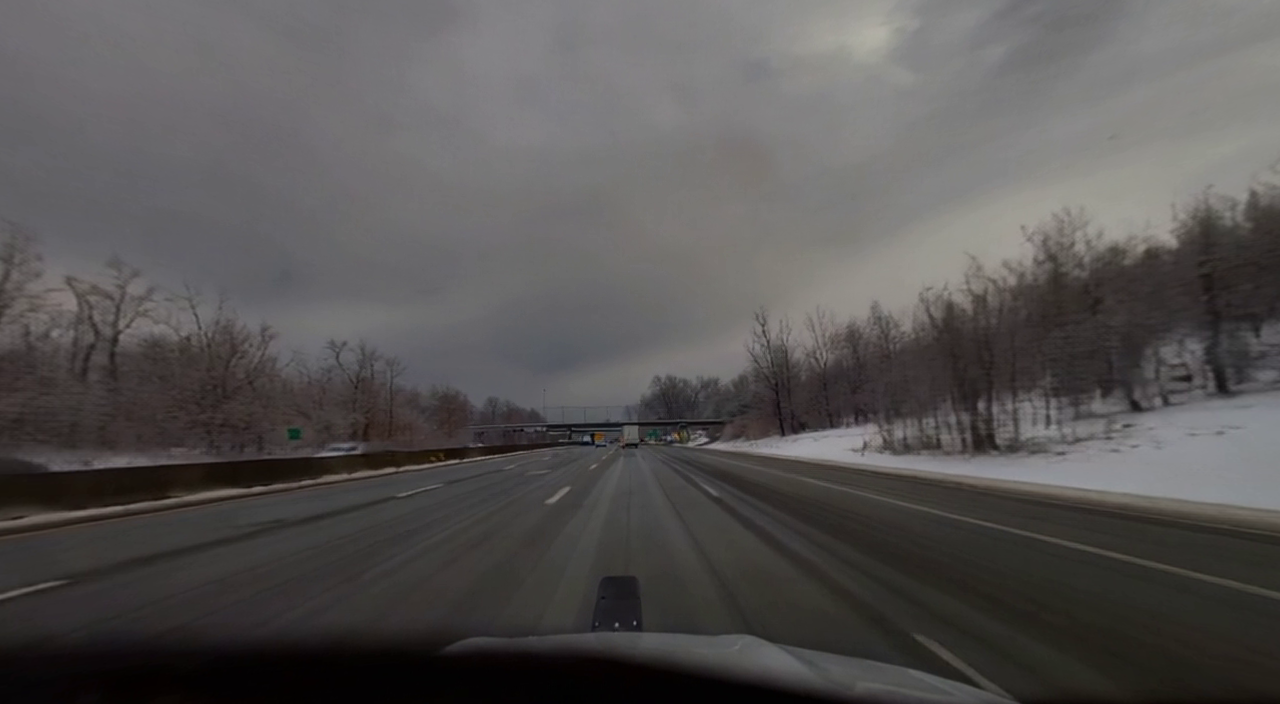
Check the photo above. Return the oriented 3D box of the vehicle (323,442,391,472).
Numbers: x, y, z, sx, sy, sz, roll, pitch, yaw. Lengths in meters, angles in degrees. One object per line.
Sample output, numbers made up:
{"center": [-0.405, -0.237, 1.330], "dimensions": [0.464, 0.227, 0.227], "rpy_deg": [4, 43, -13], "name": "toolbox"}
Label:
{"center": [-15.270, 5.640, 34.140], "dimensions": [1.854, 1.462, 4.237], "rpy_deg": [0, -8, -2], "name": "vehicle"}
